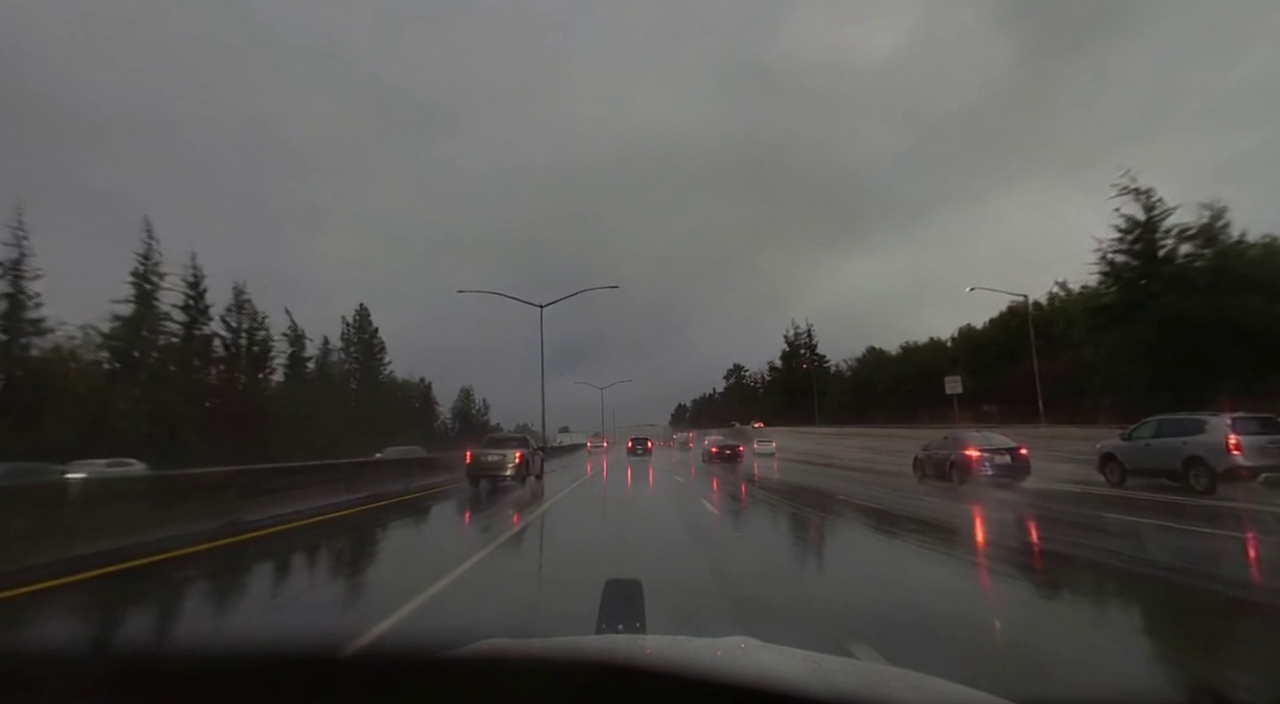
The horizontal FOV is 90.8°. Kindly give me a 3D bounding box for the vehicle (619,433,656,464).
[{"bbox_3d":[-0.181,6.064,39.828,2.192,1.813,4.864,0,-8,0],"label":"vehicle"}]

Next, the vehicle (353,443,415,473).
[{"bbox_3d":[-13.066,5.426,32.438,1.617,1.421,3.520,0,-8,1],"label":"vehicle"}]

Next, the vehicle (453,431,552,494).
[{"bbox_3d":[-3.969,3.246,18.961,1.992,1.651,4.185,0,-8,0],"label":"vehicle"}]

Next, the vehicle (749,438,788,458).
[{"bbox_3d":[9.841,7.369,48.604,1.945,1.461,4.230,0,-8,-2],"label":"vehicle"}]

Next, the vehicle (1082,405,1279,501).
[{"bbox_3d":[12.912,2.255,14.373,2.076,1.799,4.871,0,-8,-1],"label":"vehicle"}]

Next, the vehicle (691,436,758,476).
[{"bbox_3d":[3.293,4.181,25.569,2.007,1.469,4.337,0,-8,-1],"label":"vehicle"}]

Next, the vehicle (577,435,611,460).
[{"bbox_3d":[-3.511,7.490,49.391,2.294,1.825,4.932,0,-8,0],"label":"vehicle"}]

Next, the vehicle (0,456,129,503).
[{"bbox_3d":[-22.842,4.872,24.565,2.028,1.520,4.654,0,-8,0],"label":"vehicle"}]

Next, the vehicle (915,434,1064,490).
[{"bbox_3d":[9.593,3.034,17.761,1.910,1.384,3.867,0,-8,-1],"label":"vehicle"}]
